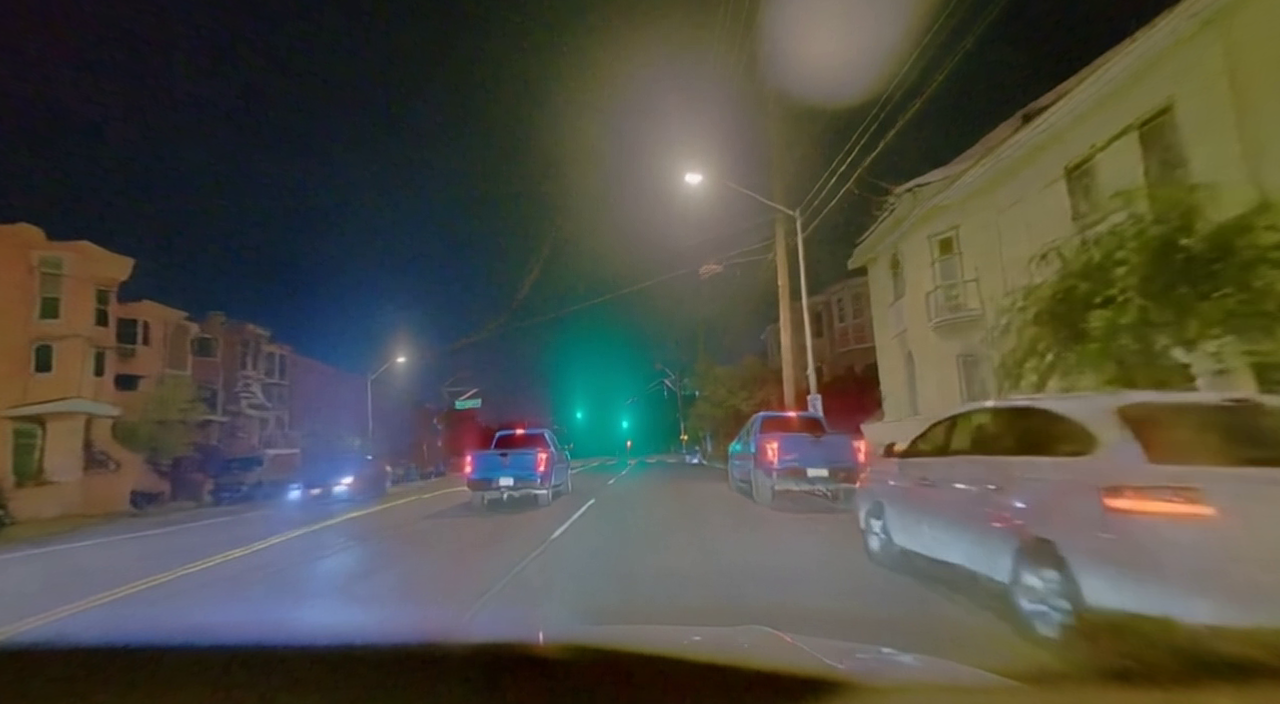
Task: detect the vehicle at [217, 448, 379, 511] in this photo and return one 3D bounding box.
[{"bbox_3d":[-11.636,4.329,22.099,2.429,1.857,5.587,-1,-9,2],"label":"vehicle"}]

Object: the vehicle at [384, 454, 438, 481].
[{"bbox_3d":[-15.225,7.685,42.168,2.026,1.617,3.933,-1,-8,2],"label":"vehicle"}]

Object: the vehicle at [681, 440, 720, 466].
[{"bbox_3d":[3.777,6.398,40.035,2.012,1.491,4.333,-1,-9,0],"label":"vehicle"}]

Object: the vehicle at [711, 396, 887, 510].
[{"bbox_3d":[3.203,2.305,14.580,2.415,2.004,6.589,-1,-9,1],"label":"vehicle"}]

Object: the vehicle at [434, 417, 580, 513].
[{"bbox_3d":[-2.923,2.672,15.334,2.242,1.890,5.306,-1,-9,2],"label":"vehicle"}]

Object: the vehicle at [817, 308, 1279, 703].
[{"bbox_3d":[3.144,1.031,4.848,2.052,1.750,4.679,0,-9,-2],"label":"vehicle"}]
